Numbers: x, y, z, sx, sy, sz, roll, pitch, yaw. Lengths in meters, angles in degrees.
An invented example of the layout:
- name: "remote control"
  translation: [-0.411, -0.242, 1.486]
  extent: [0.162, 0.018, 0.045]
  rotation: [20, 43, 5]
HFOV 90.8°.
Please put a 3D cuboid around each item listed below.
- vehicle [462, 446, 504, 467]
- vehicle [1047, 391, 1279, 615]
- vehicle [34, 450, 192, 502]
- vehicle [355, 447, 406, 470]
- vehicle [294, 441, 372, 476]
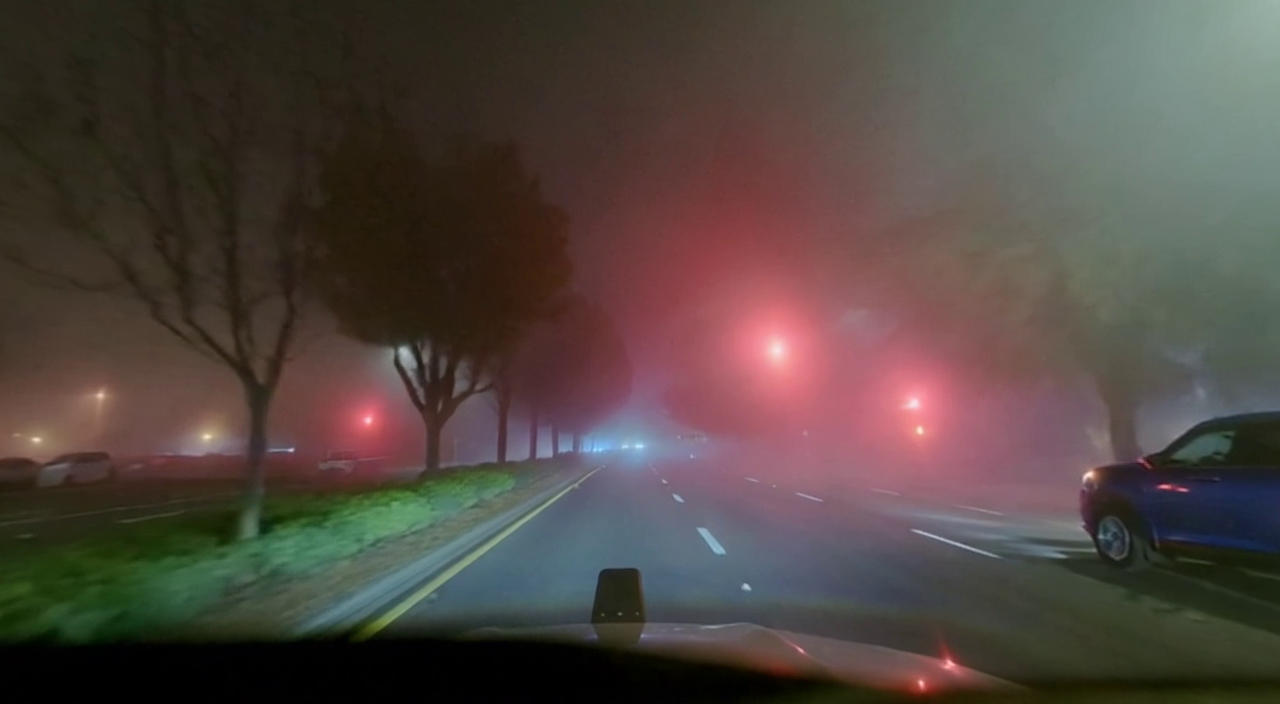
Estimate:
- name: "vehicle"
  translation: [-11.698, 7.787, 47.406]
  extent: [1.888, 1.480, 4.644]
  rotation: [0, -8, 0]
- name: "vehicle"
  translation: [6.072, 1.252, 5.413]
  extent: [2.012, 1.754, 4.635]
  rotation: [0, -8, 0]
- name: "vehicle"
  translation: [-19.573, 4.579, 23.802]
  extent: [1.985, 1.667, 4.622]
  rotation: [0, -8, -1]
- name: "vehicle"
  translation: [-19.609, 8.058, 47.936]
  extent: [2.060, 1.665, 4.282]
  rotation: [0, -8, -1]
- name: "vehicle"
  translation: [-19.680, 6.819, 40.805]
  extent: [2.281, 2.035, 5.418]
  rotation: [0, -8, 0]
